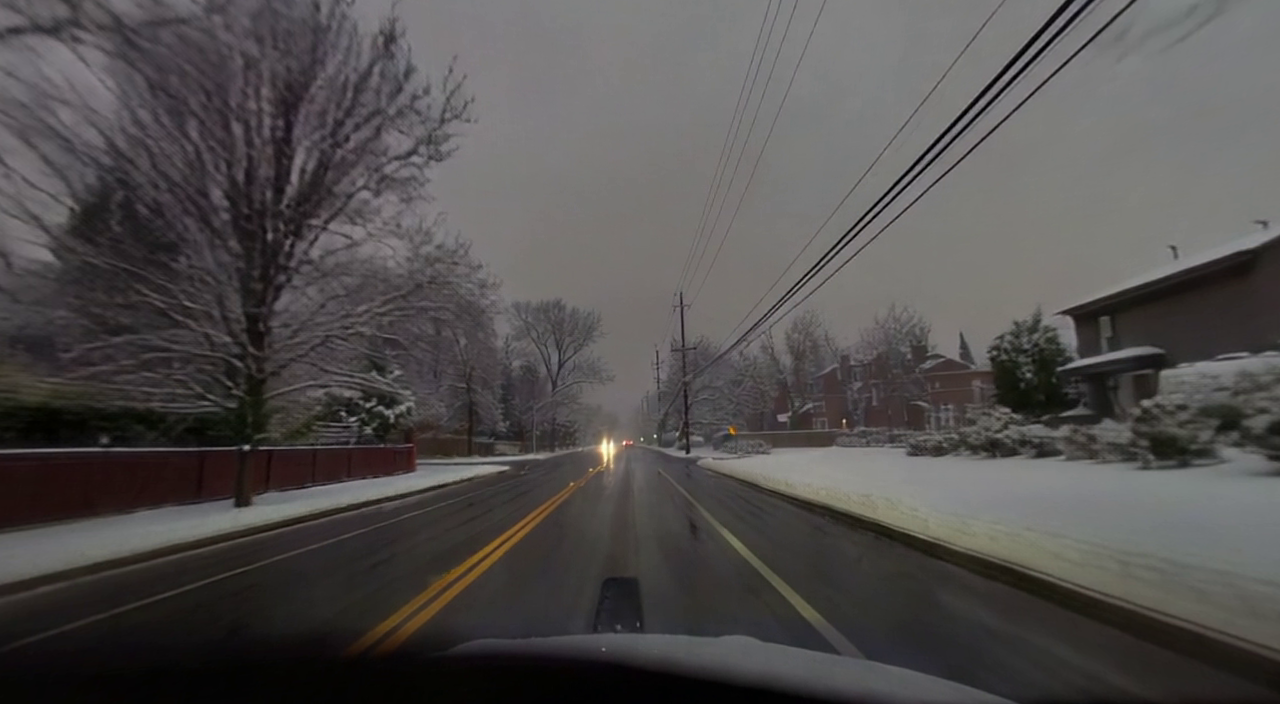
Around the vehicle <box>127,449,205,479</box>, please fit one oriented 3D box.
[{"bbox_3d":[-33.444,7.873,44.783,1.885,1.698,5.050,0,-6,-3],"label":"vehicle"}]
